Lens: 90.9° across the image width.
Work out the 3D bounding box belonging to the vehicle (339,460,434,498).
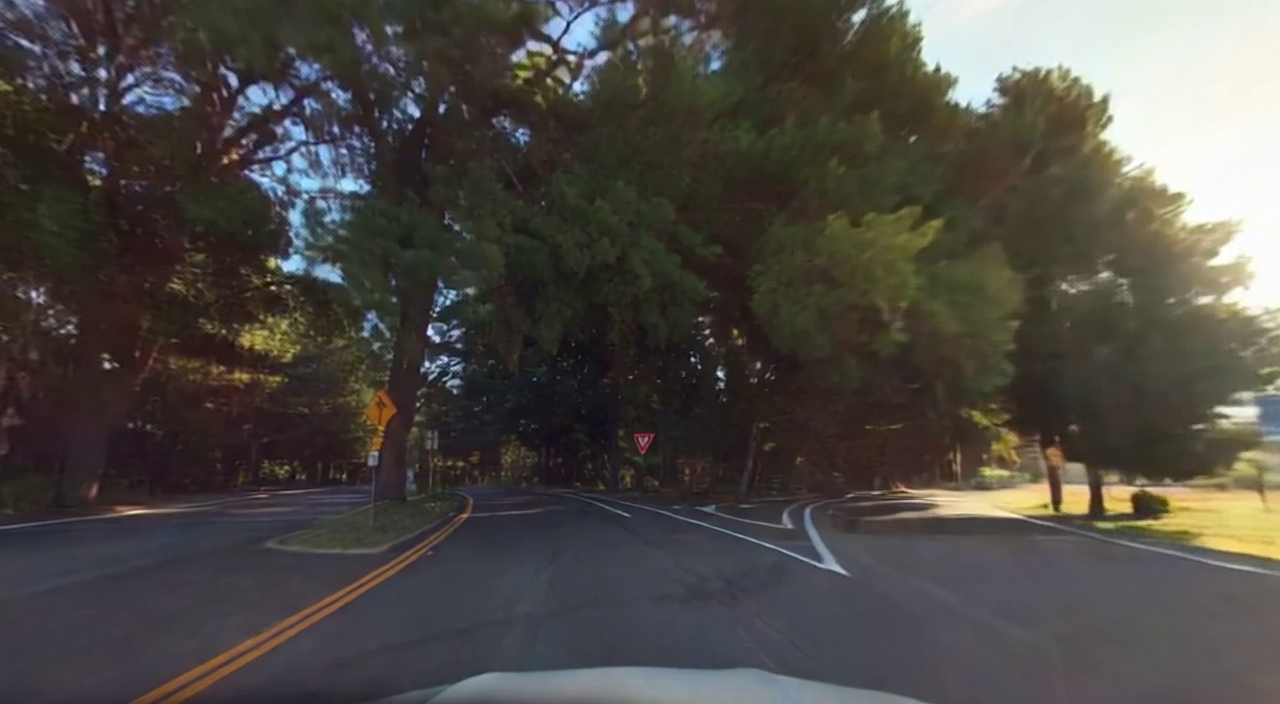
[{"bbox_3d":[-11.570,5.837,29.079,1.889,1.583,3.992,-2,-11,17],"label":"vehicle"}]
